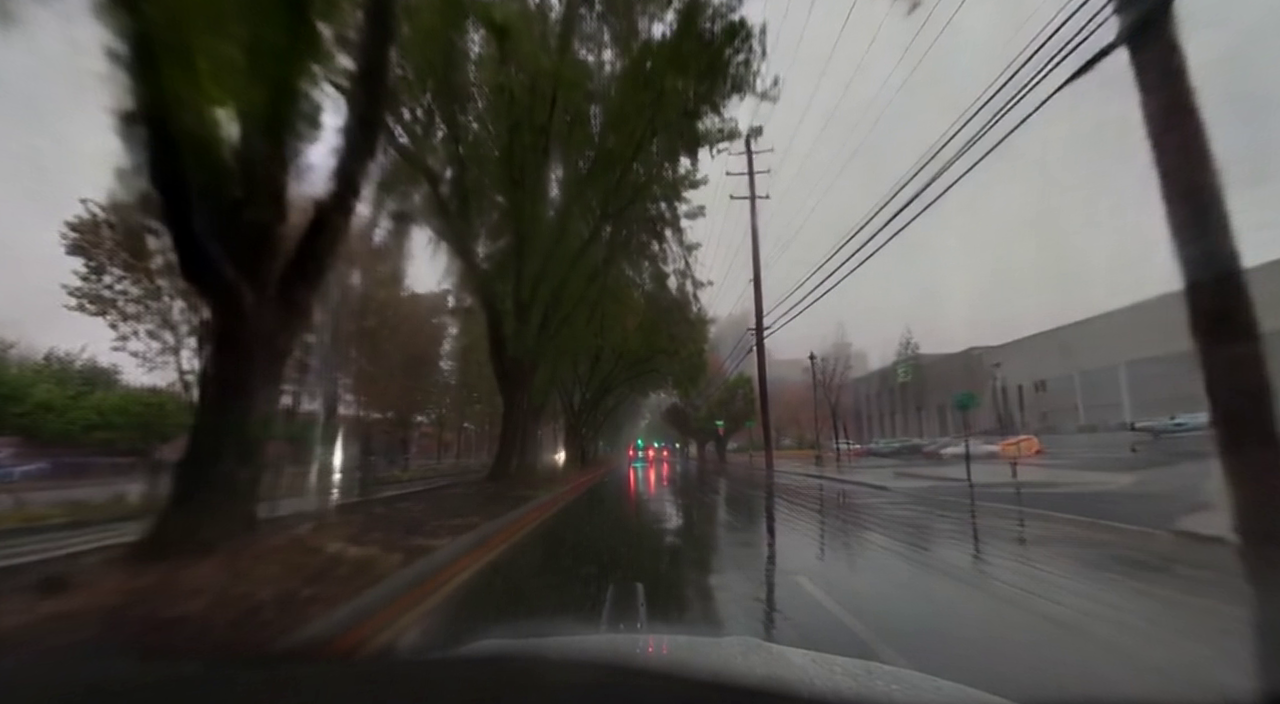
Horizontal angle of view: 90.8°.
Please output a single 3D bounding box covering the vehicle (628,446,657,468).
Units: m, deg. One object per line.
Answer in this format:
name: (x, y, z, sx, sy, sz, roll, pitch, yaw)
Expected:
vehicle: (0.166, 7.834, 47.309, 2.109, 1.501, 4.042, 1, -8, 0)
